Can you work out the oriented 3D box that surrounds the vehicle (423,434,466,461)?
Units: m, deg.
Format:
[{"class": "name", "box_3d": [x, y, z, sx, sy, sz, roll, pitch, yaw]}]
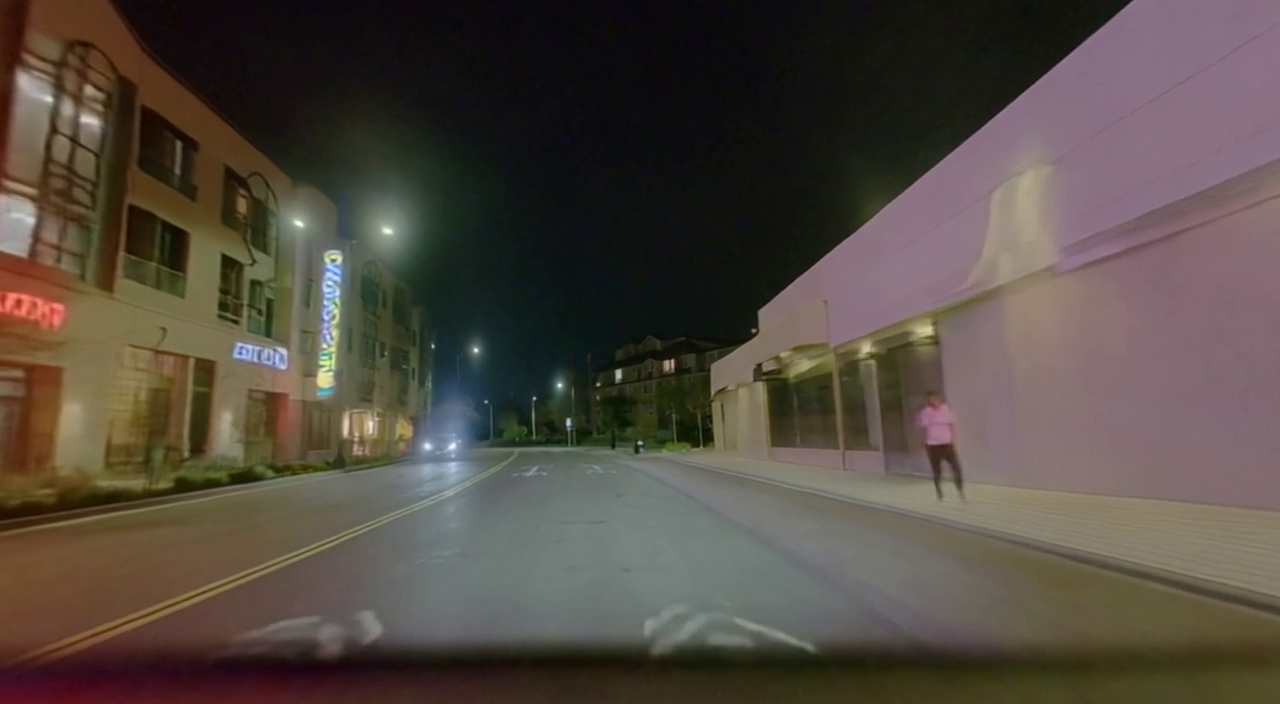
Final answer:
[{"class": "vehicle", "box_3d": [-11.392, 5.550, 36.899, 1.912, 1.500, 3.772, 1, -8, -10]}]
